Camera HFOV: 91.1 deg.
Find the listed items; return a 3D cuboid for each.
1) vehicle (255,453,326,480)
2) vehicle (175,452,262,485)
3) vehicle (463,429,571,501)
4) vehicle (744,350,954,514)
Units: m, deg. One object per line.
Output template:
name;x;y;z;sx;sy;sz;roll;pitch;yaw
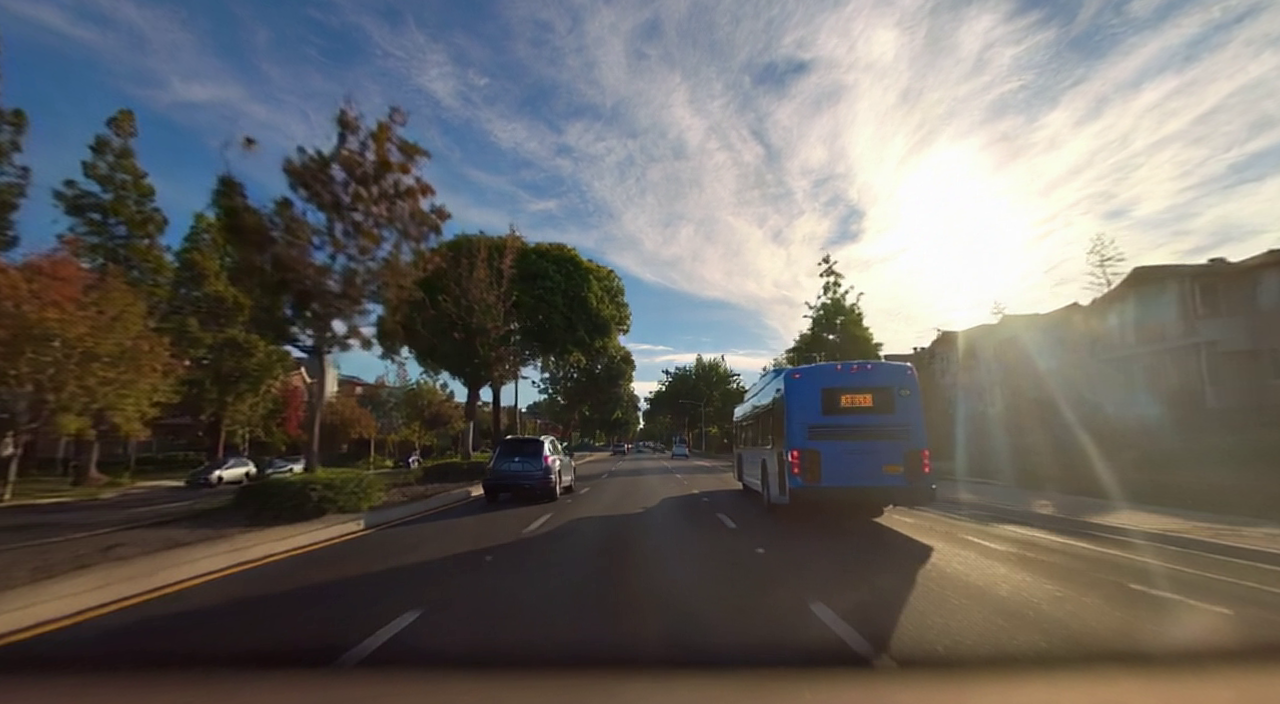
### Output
vehicle;-22.050;7.229;39.865;1.797;1.481;4.750;1;-8;0
vehicle;-22.119;6.098;33.133;1.781;1.553;3.896;0;-8;2
vehicle;-3.352;3.183;18.105;2.111;1.767;4.333;0;-8;2
vehicle;5.262;2.526;19.110;3.072;3.278;12.747;0;-8;5
